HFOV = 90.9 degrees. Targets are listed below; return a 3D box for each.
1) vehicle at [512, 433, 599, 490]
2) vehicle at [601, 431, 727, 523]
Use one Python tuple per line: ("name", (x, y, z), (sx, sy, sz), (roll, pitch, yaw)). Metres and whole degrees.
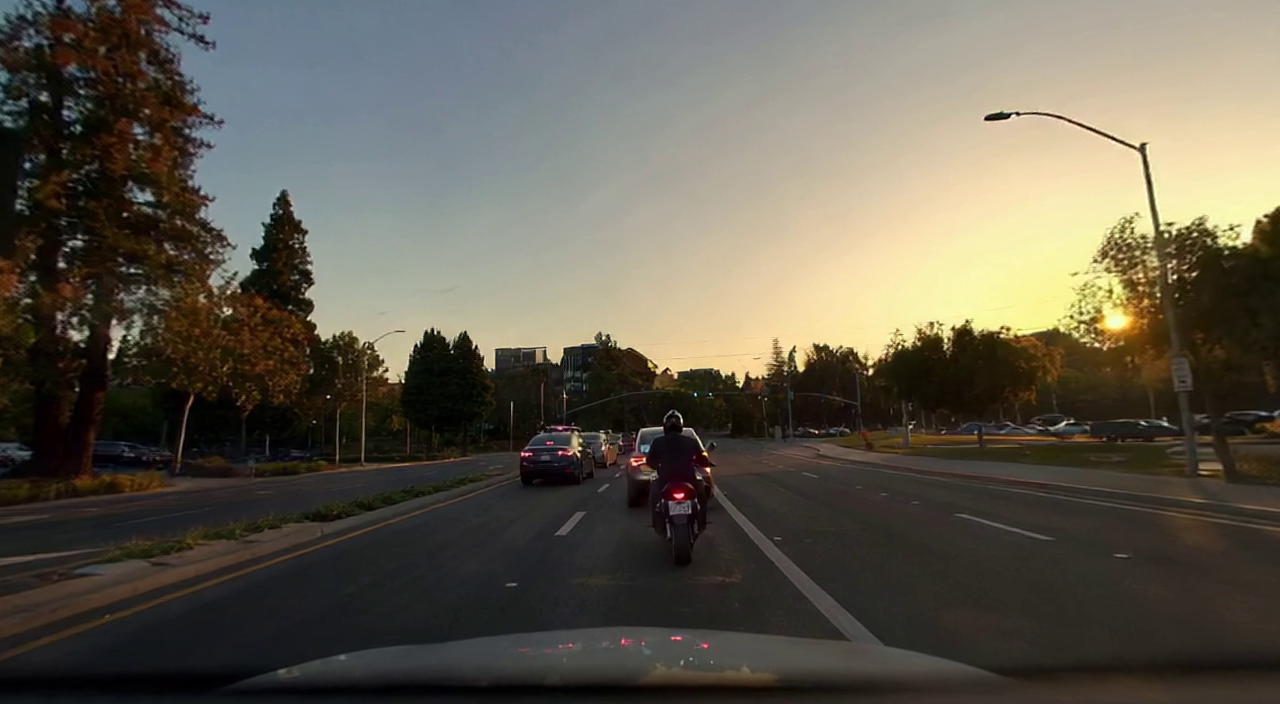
("vehicle", (-2.415, 3.255, 19.078), (1.979, 1.499, 3.840), (-1, -8, 2))
("vehicle", (0.453, 2.337, 12.471), (2.009, 1.450, 4.608), (-1, -8, 2))
